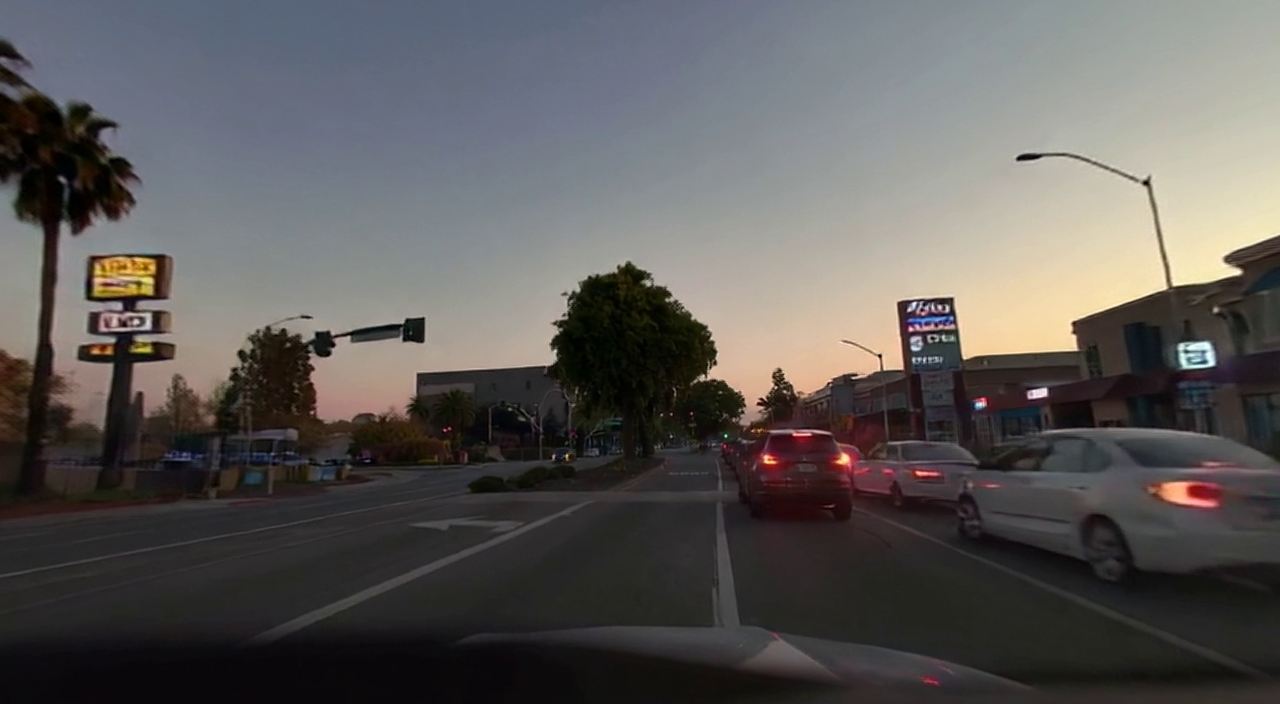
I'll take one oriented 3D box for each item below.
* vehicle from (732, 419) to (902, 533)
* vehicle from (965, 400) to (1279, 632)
[{"bbox_3d":[3.215,2.389,12.753,2.428,1.816,4.959,-1,-9,6],"label":"vehicle"},{"bbox_3d":[5.756,1.596,7.084,2.187,1.777,4.444,-1,-9,6],"label":"vehicle"}]
